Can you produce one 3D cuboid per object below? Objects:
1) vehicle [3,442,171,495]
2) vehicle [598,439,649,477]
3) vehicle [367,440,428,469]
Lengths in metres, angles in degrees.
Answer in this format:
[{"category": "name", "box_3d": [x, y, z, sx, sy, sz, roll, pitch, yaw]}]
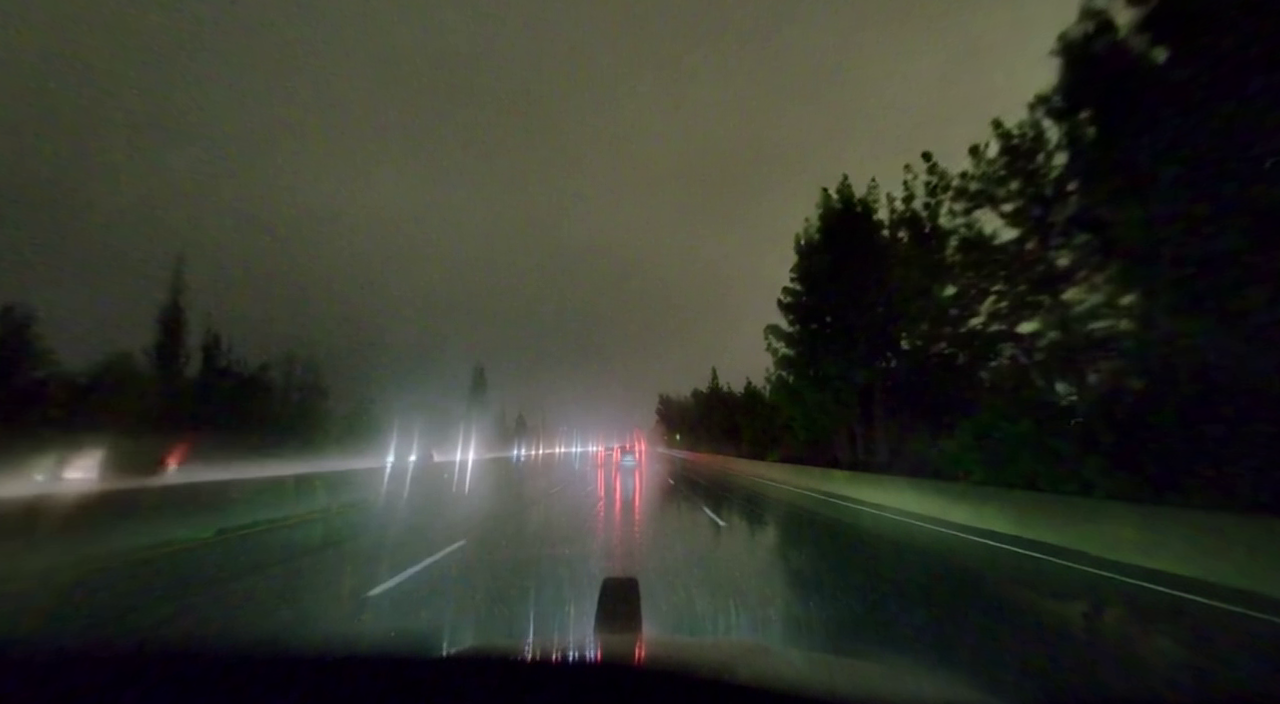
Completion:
[{"category": "vehicle", "box_3d": [-17.901, 3.759, 20.593, 1.843, 1.521, 4.015, 0, -9, -1]}, {"category": "vehicle", "box_3d": [-0.728, 4.693, 27.945, 2.095, 1.537, 4.017, 0, -9, -1]}, {"category": "vehicle", "box_3d": [-13.584, 5.787, 35.356, 1.869, 1.513, 4.031, 0, -9, -1]}]
